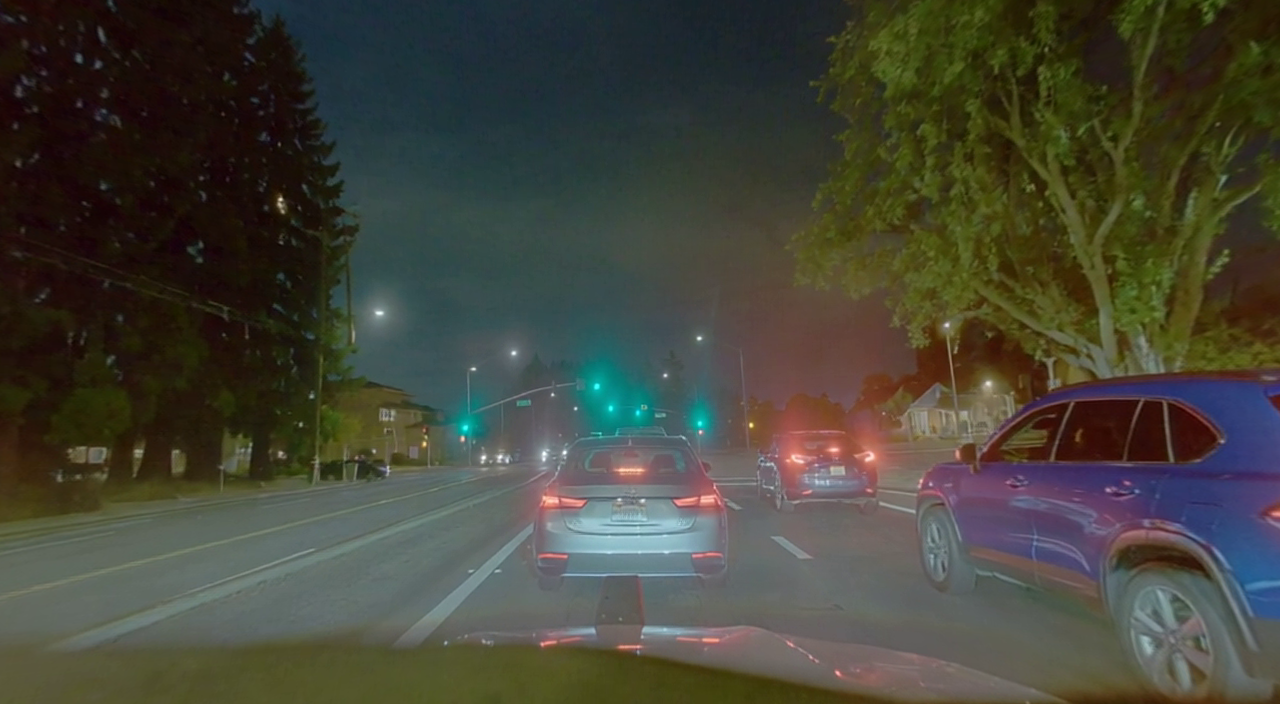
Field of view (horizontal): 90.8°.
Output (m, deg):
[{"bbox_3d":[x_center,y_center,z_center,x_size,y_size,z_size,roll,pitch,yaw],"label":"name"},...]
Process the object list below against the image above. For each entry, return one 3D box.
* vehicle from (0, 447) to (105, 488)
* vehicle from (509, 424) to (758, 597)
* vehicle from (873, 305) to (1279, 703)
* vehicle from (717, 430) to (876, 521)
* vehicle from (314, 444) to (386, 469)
[{"bbox_3d":[-22.529,4.236,23.307,4.092,1.438,1.639,-1,-8,1],"label":"vehicle"},{"bbox_3d":[-0.094,1.711,7.715,2.186,1.500,4.141,0,-8,-1],"label":"vehicle"},{"bbox_3d":[3.369,0.966,4.067,2.006,1.766,4.345,0,-8,-1],"label":"vehicle"},{"bbox_3d":[2.951,2.435,13.064,1.971,1.517,4.521,0,-8,-2],"label":"vehicle"},{"bbox_3d":[-19.909,7.173,43.499,3.957,1.630,1.881,0,-8,-1],"label":"vehicle"}]
